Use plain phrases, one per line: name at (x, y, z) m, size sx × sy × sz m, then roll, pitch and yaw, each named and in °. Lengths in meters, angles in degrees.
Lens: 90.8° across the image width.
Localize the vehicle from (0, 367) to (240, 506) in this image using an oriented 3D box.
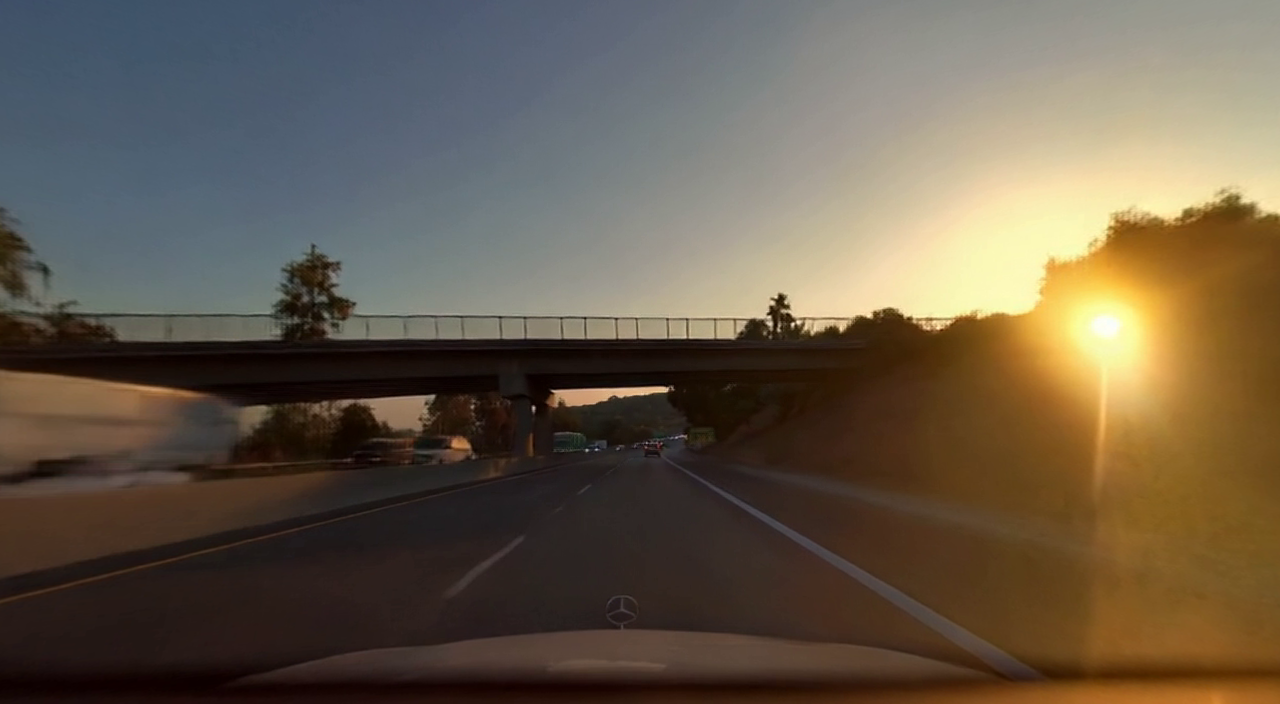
vehicle at (-20.320, 3.059, 22.202) m, size 2.930 × 4.046 × 14.334 m, roll 0°, pitch -9°, yaw 1°

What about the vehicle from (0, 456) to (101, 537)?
vehicle at (-12.817, 2.687, 11.709) m, size 1.897 × 1.461 × 4.172 m, roll 0°, pitch -9°, yaw 0°

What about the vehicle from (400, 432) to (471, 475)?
vehicle at (-13.244, 6.641, 41.426) m, size 2.269 × 2.531 × 6.872 m, roll 0°, pitch -9°, yaw 1°
